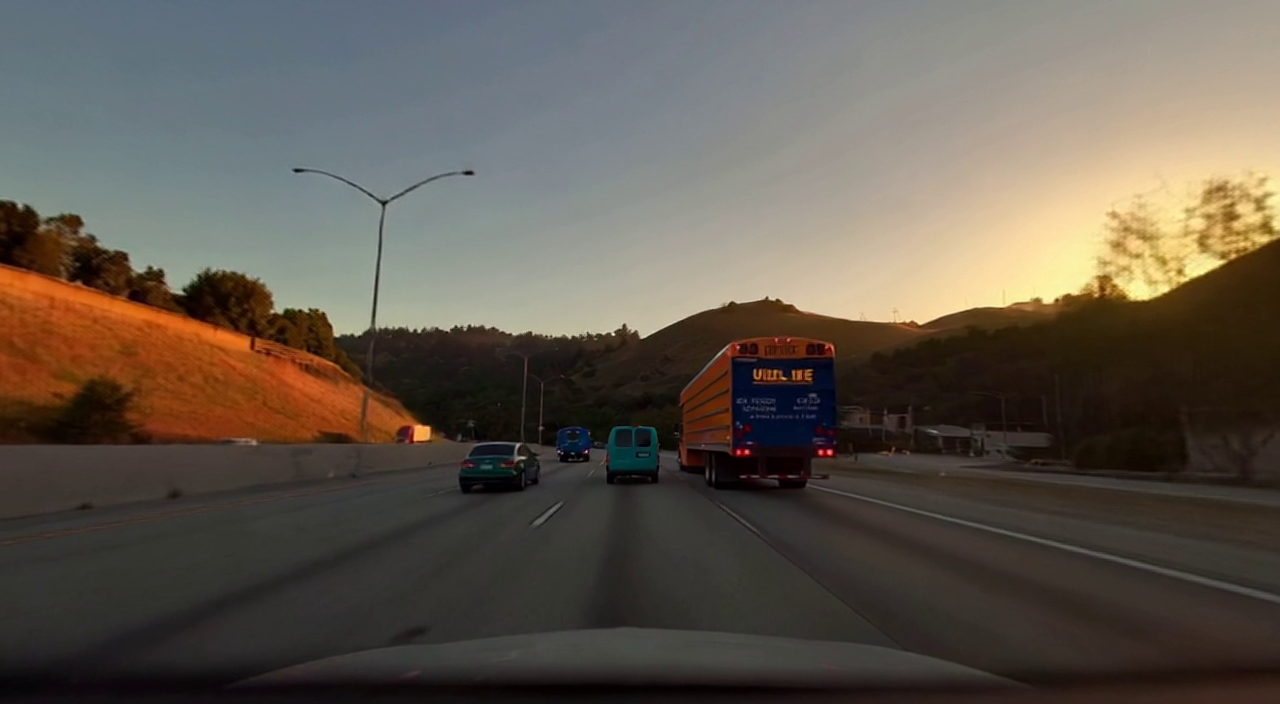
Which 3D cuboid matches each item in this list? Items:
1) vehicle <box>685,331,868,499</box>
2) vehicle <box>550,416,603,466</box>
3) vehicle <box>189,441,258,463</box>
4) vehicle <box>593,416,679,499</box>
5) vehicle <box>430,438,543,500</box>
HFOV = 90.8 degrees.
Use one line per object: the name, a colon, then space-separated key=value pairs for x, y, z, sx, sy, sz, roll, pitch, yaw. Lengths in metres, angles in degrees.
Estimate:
vehicle: x=3.797 y=2.455 z=22.049 sx=3.006 sy=4.101 sz=13.245 roll=0 pitch=-8 yaw=-2
vehicle: x=-4.192 y=6.093 z=43.116 sx=2.947 sy=3.009 sz=7.991 roll=0 pitch=-8 yaw=-1
vehicle: x=-28.948 y=6.964 z=44.043 sx=1.806 sy=1.435 sz=4.578 roll=0 pitch=-8 yaw=-2
vehicle: x=-0.195 y=2.831 z=17.229 sx=2.037 sy=1.929 sz=4.343 roll=0 pitch=-8 yaw=-3
vehicle: x=-4.006 y=3.112 z=17.277 sx=2.039 sy=1.453 sz=4.197 roll=0 pitch=-8 yaw=0
